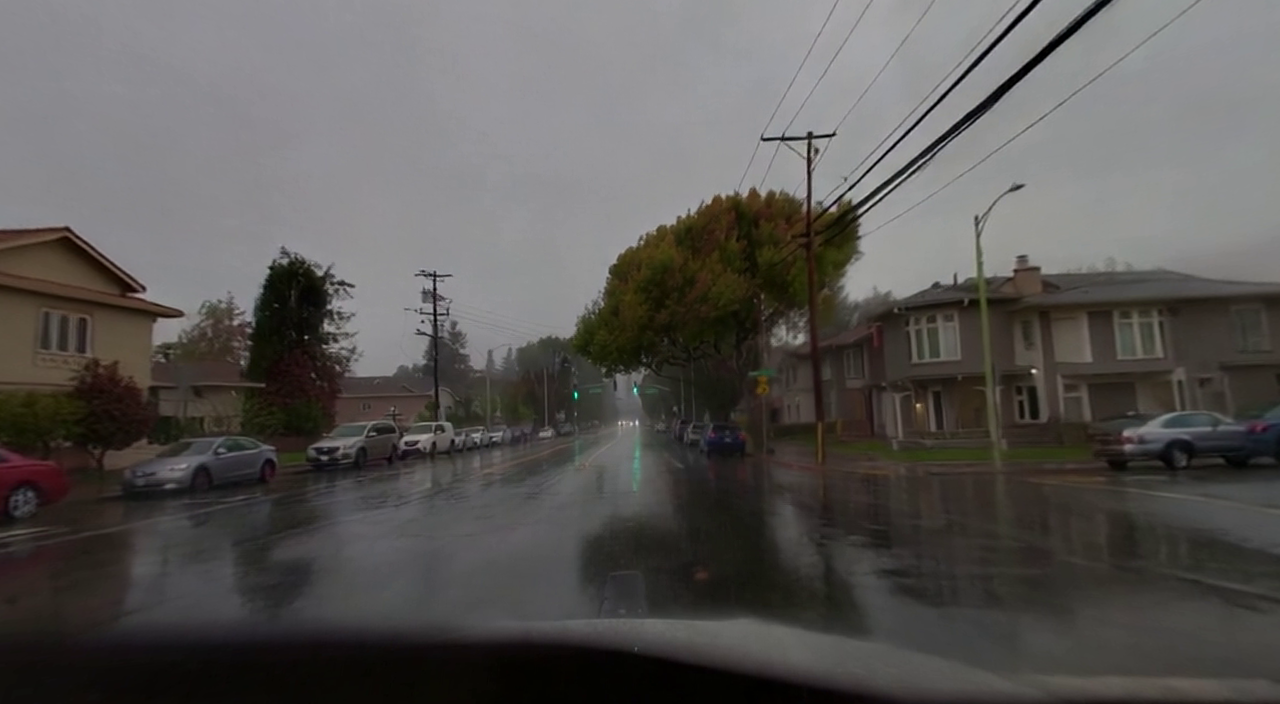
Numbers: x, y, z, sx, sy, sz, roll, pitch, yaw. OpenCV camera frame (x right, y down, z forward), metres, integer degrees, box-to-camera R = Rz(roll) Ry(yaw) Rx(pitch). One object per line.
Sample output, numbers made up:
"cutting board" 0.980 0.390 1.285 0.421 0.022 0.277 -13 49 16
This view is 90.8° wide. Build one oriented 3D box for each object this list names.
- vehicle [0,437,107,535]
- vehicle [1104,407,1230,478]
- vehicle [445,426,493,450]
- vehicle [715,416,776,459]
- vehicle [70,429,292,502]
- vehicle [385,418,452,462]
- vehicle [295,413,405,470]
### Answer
"vehicle" -11.058 2.045 9.460 1.970 1.523 4.702 -1 -8 1
"vehicle" 13.698 2.271 16.413 2.122 1.474 4.313 -9 -8 41
"vehicle" -11.173 5.676 41.522 2.051 1.520 4.374 0 -8 -2
"vehicle" 4.367 3.642 26.758 1.867 1.680 4.176 0 -8 0
"vehicle" -11.153 2.776 15.927 2.082 1.540 4.654 0 -8 0
"vehicle" -11.334 4.457 32.600 1.926 1.998 4.447 -4 -6 -1
"vehicle" -11.138 3.510 24.708 2.056 1.980 4.763 0 -8 -1
